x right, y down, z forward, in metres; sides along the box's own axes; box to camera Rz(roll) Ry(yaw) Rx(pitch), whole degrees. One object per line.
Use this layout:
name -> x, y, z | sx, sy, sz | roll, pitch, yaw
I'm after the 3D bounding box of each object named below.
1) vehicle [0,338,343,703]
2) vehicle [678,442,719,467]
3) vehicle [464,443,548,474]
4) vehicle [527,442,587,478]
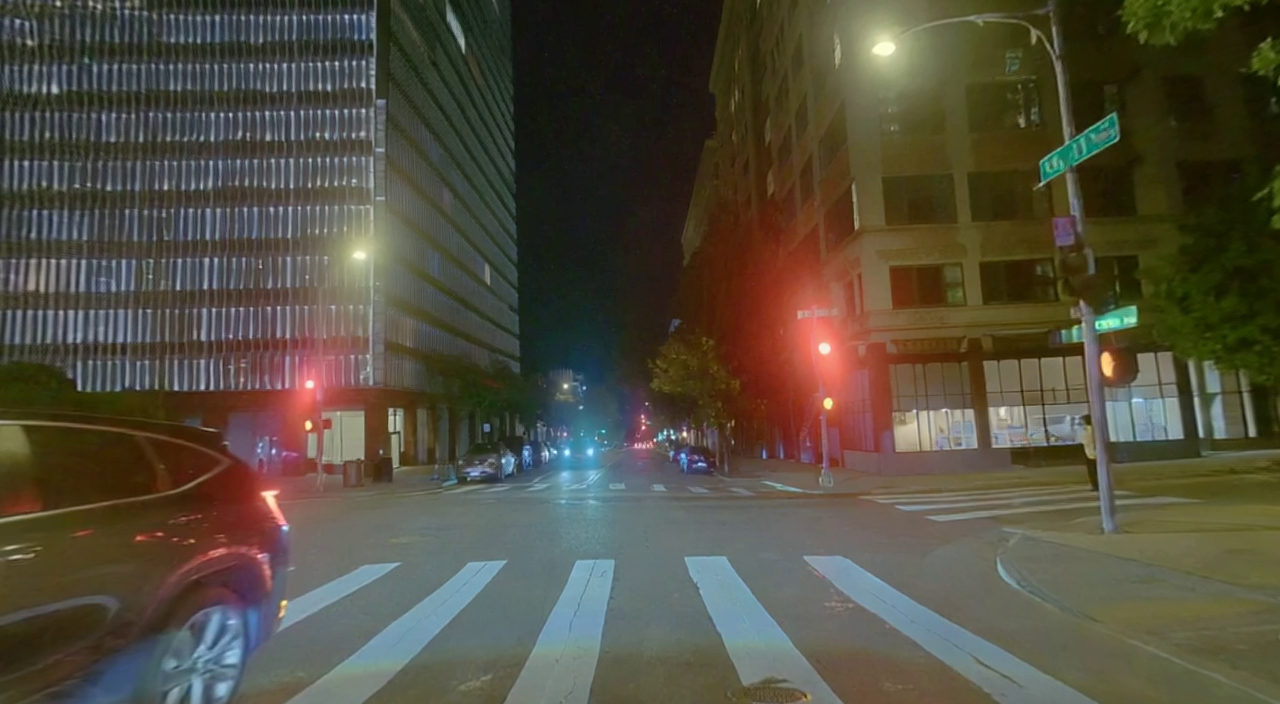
vehicle -> -3.224, 0.786, 1.785 | 1.958, 1.751, 4.393 | -2, -9, 12
vehicle -> 3.539, 6.273, 38.868 | 1.853, 1.426, 4.160 | 1, -8, -3
vehicle -> -8.021, 6.349, 38.014 | 4.526, 1.726, 1.963 | 8, -12, -44
vehicle -> -3.667, 4.842, 28.652 | 1.989, 1.481, 4.500 | 0, -8, 1
